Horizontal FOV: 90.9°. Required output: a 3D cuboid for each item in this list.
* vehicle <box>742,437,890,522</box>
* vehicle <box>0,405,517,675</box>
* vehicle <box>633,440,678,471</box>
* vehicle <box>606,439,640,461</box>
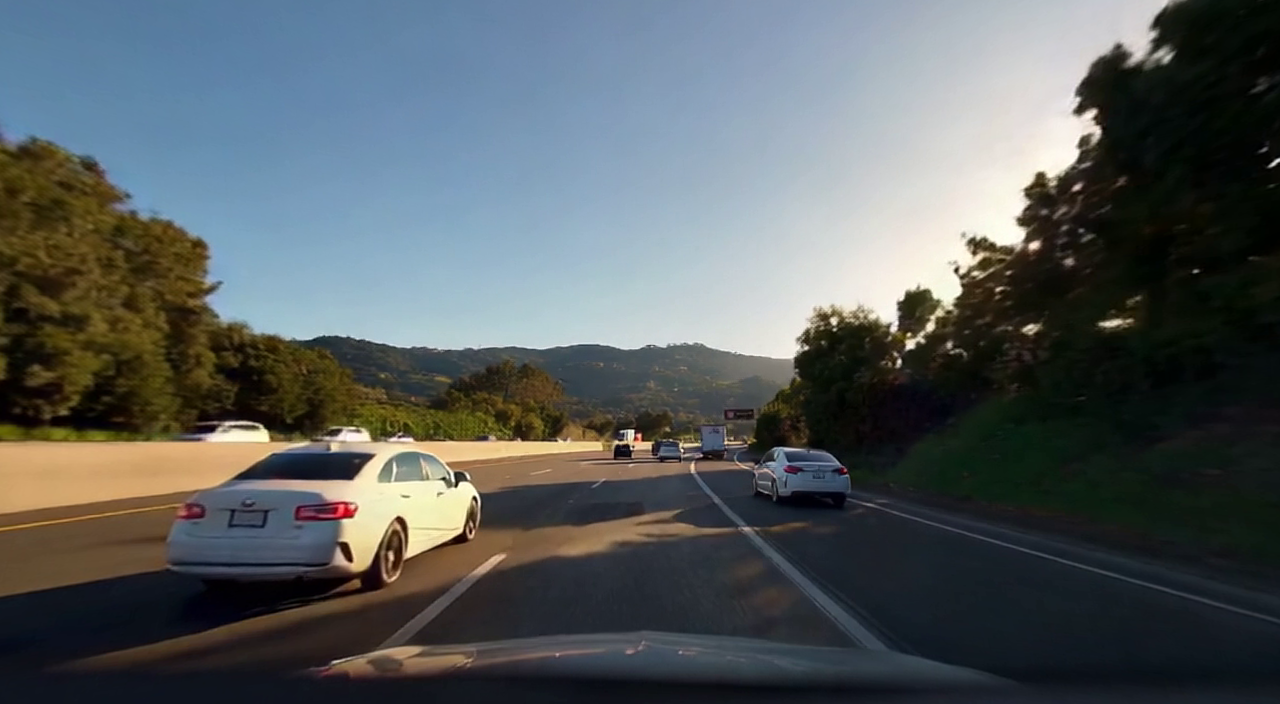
[{"bbox_3d":[3.551,2.636,13.664,2.013,1.464,4.317,1,-8,1],"label":"vehicle"},{"bbox_3d":[-2.741,1.408,6.033,2.031,1.491,4.792,0,-8,2],"label":"vehicle"},{"bbox_3d":[0.873,5.324,32.684,2.202,1.467,3.929,0,-8,3],"label":"vehicle"},{"bbox_3d":[-1.166,7.123,45.985,2.010,1.482,4.230,0,-8,5],"label":"vehicle"}]
